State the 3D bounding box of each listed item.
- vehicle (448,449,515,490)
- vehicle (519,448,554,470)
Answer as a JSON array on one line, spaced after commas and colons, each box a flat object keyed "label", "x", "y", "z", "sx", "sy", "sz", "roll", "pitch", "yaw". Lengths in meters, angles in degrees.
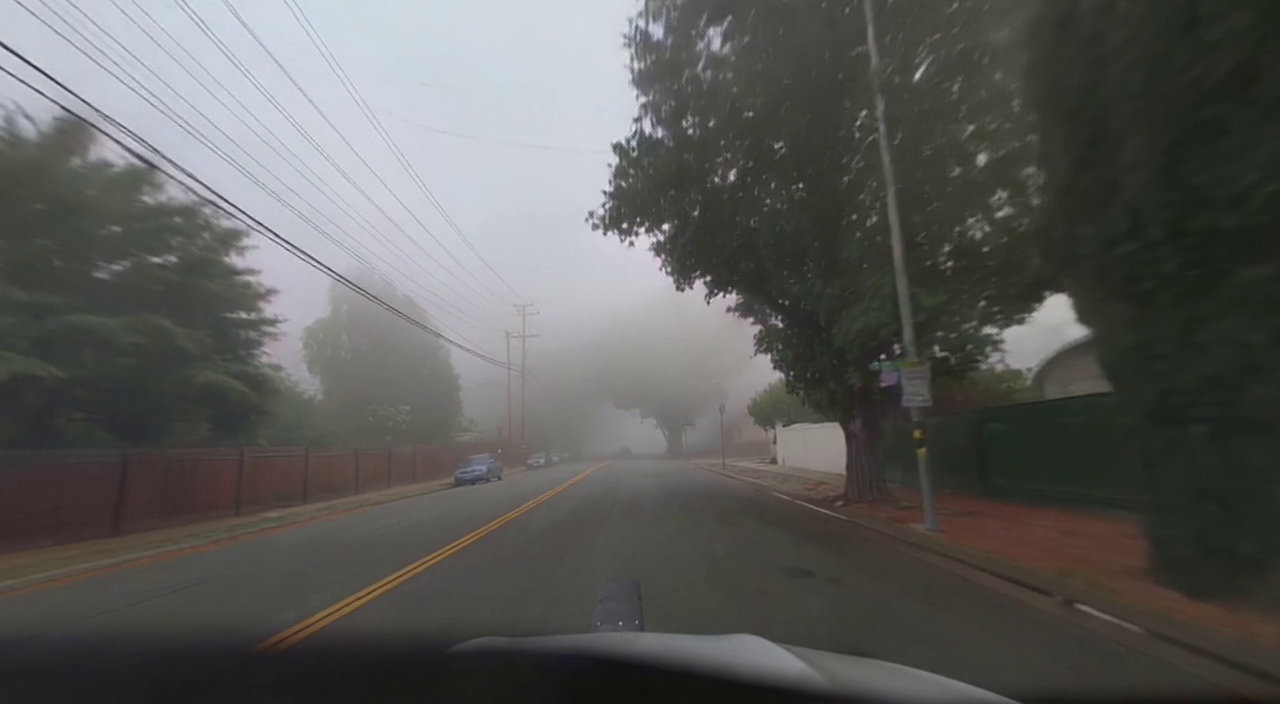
[{"label": "vehicle", "x": -7.261, "y": 5.390, "z": 29.382, "sx": 1.869, "sy": 1.442, "sz": 4.344, "roll": -9, "pitch": -8, "yaw": -1}, {"label": "vehicle", "x": -7.746, "y": 8.015, "z": 47.449, "sx": 1.949, "sy": 1.512, "sz": 3.818, "roll": 0, "pitch": -8, "yaw": 0}]
